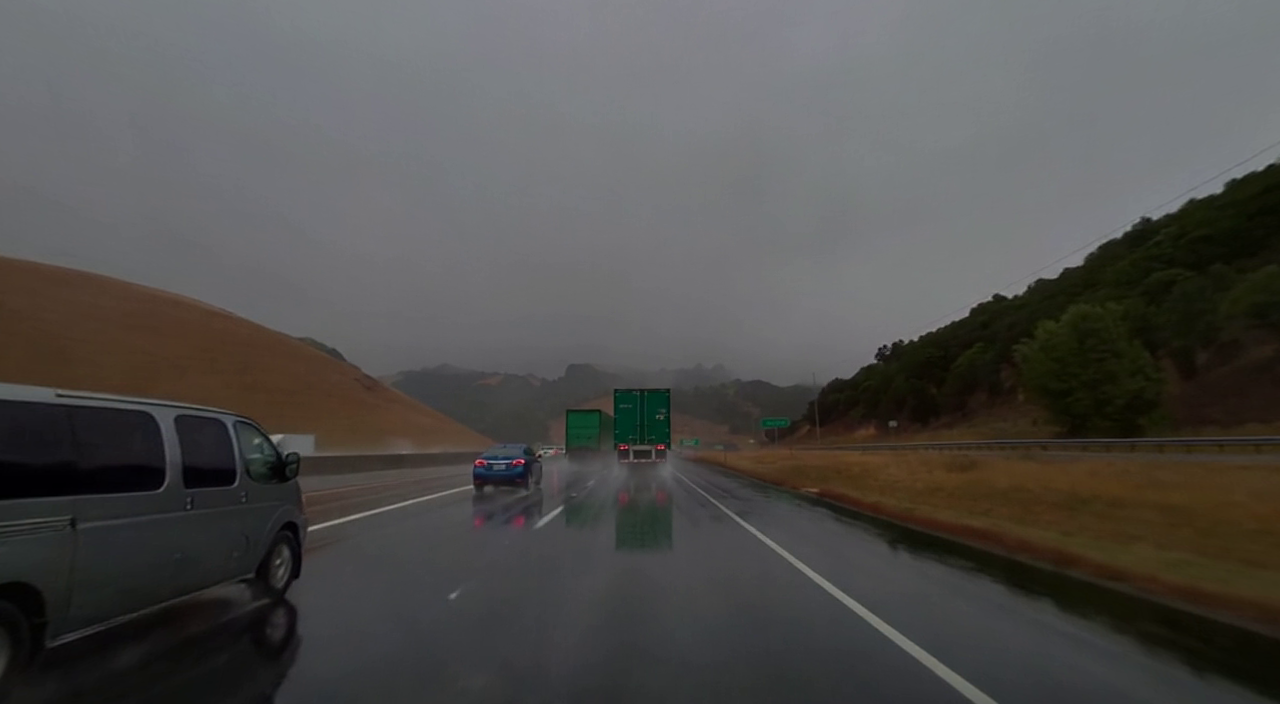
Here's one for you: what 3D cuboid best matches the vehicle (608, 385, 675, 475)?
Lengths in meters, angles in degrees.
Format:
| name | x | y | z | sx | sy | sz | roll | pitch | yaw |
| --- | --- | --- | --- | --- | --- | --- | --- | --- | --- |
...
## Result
| name | x | y | z | sx | sy | sz | roll | pitch | yaw |
| --- | --- | --- | --- | --- | --- | --- | --- | --- | --- |
| vehicle | 0.186 | 4.225 | 33.412 | 2.913 | 3.988 | 10.874 | 0 | -8 | 1 |

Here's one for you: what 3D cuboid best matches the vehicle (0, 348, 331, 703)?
| name | x | y | z | sx | sy | sz | roll | pitch | yaw |
| --- | --- | --- | --- | --- | --- | --- | --- | --- | --- |
| vehicle | -4.102 | 0.969 | 3.606 | 2.136 | 1.779 | 4.875 | 0 | -8 | 1 |

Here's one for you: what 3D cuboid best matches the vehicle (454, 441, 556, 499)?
| name | x | y | z | sx | sy | sz | roll | pitch | yaw |
| --- | --- | --- | --- | --- | --- | --- | --- | --- | --- |
| vehicle | -3.703 | 3.301 | 18.118 | 1.950 | 1.446 | 4.224 | 0 | -8 | 1 |
